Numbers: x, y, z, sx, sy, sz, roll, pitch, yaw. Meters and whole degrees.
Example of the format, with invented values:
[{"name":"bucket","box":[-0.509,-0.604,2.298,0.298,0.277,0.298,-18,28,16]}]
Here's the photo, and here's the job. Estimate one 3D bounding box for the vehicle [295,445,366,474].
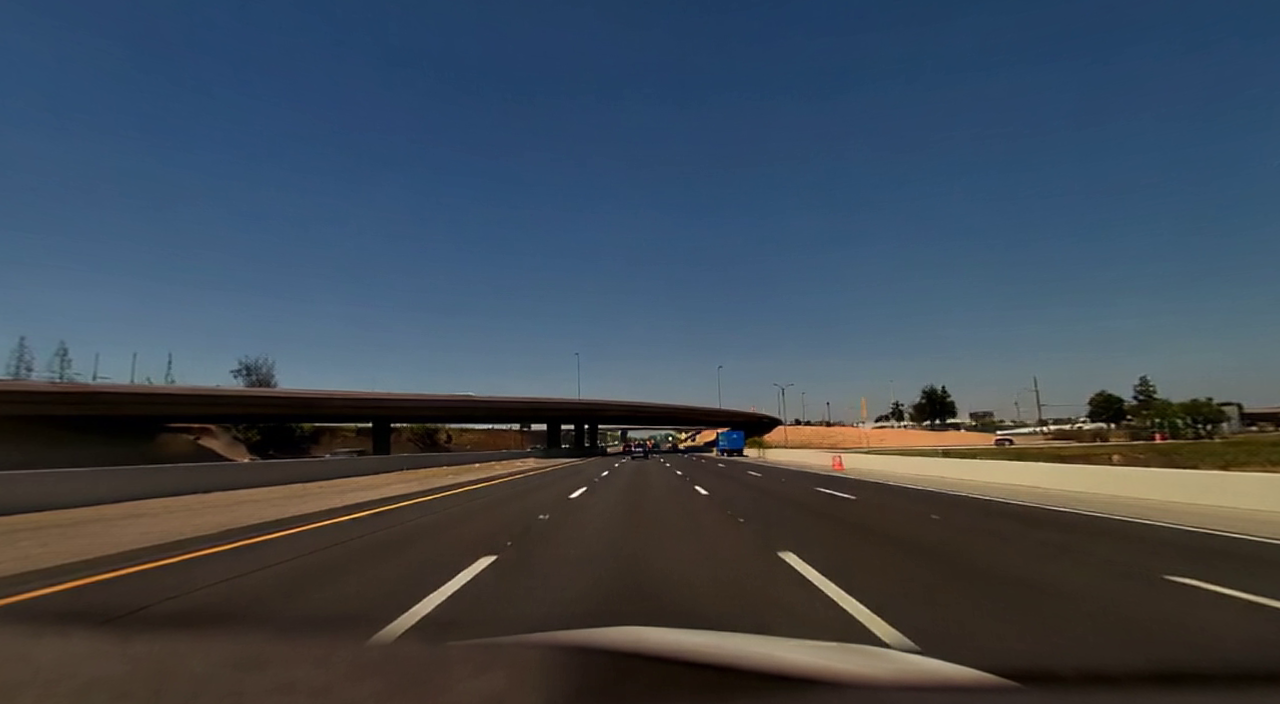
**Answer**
[{"name":"vehicle","box":[-21.595,7.492,44.371,2.101,1.828,5.641,0,-8,0]}]
